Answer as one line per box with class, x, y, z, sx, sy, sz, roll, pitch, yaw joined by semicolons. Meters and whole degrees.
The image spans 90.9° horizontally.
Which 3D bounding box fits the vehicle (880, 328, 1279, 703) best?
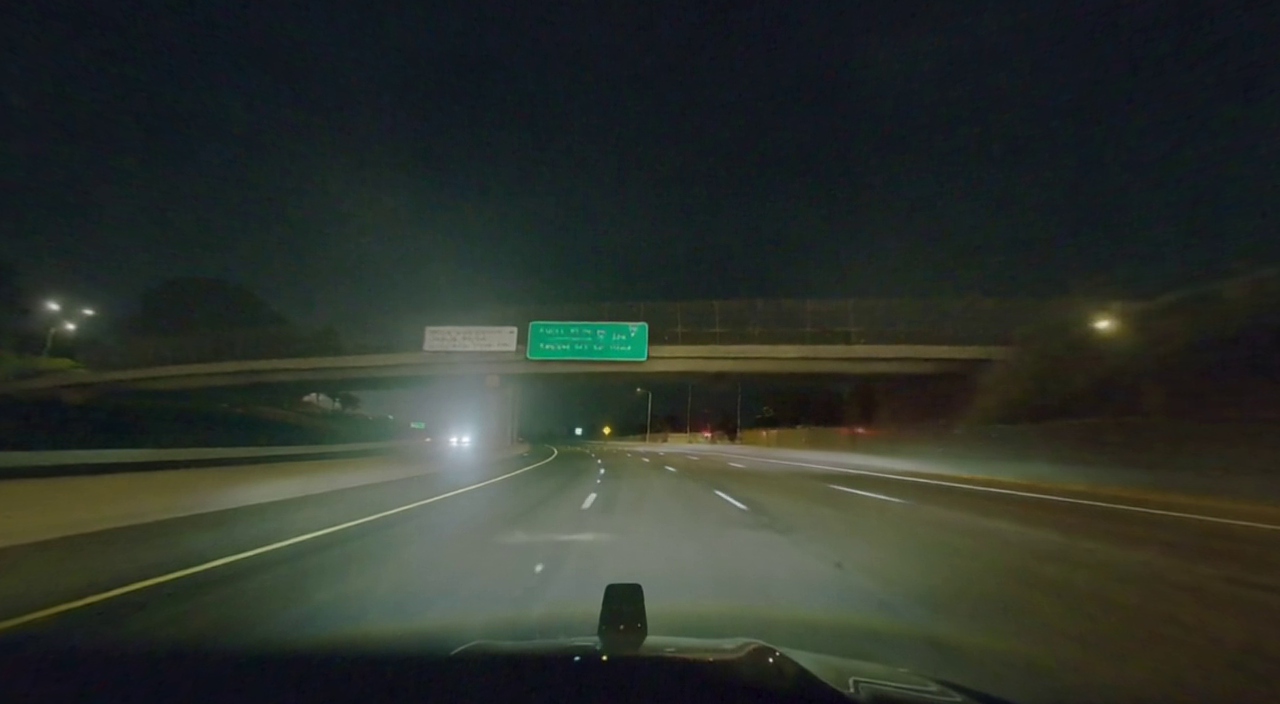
vehicle;3.897;1.081;5.031;2.039;1.701;4.834;0;-9;0
